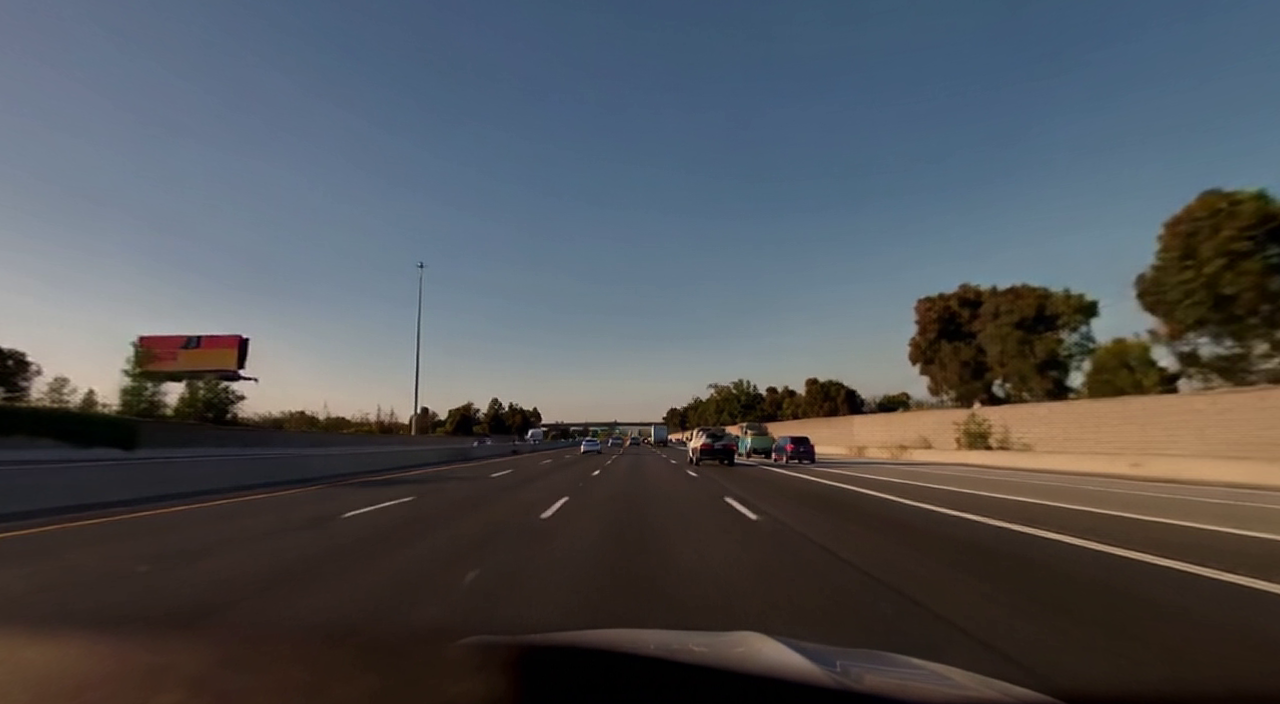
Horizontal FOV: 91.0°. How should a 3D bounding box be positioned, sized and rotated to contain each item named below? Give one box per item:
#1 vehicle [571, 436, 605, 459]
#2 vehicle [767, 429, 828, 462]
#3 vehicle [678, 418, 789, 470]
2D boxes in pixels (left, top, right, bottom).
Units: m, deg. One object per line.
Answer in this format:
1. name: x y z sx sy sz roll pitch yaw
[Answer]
1. vehicle: -3.611 6.718 44.347 2.066 1.500 4.415 0 -8 0
2. vehicle: 9.797 5.897 39.653 2.184 1.873 5.466 0 -8 -3
3. vehicle: 4.042 4.589 31.365 3.042 2.004 14.051 0 -8 -2
